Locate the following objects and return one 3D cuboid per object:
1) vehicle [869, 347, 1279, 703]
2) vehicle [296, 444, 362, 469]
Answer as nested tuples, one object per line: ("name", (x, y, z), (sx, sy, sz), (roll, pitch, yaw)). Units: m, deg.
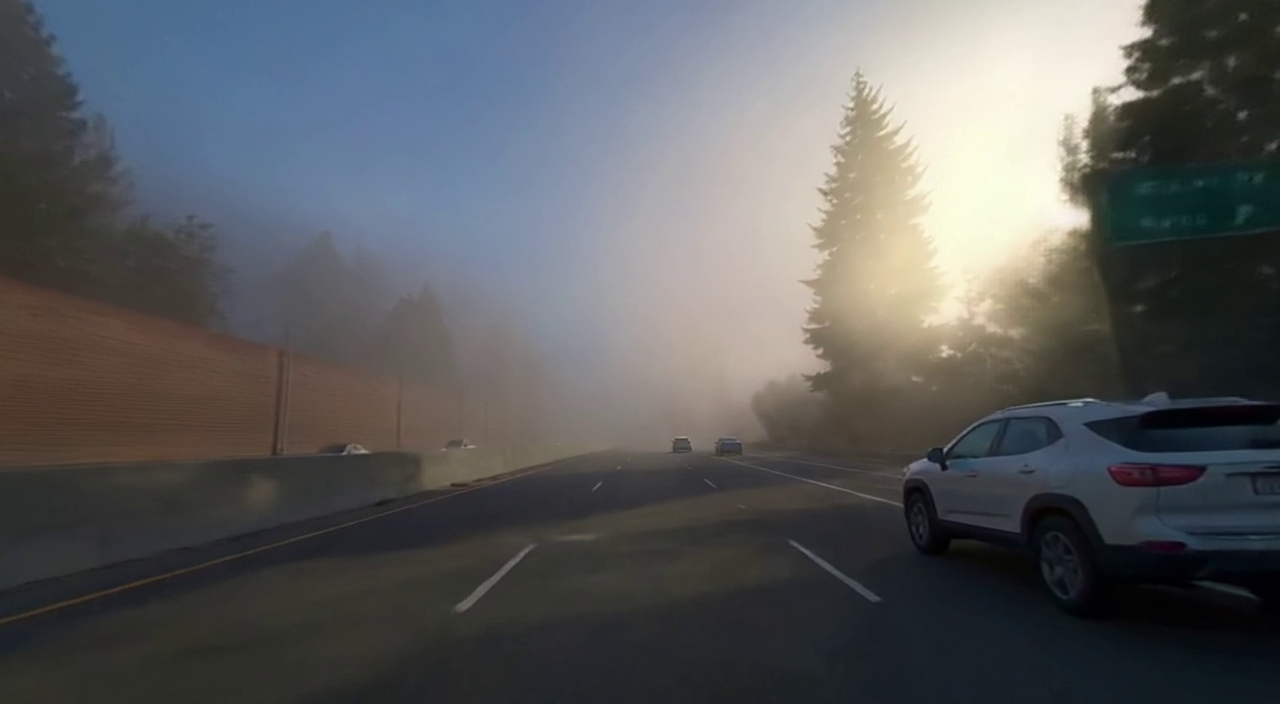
("vehicle", (3.936, 1.194, 5.383), (2.190, 1.783, 4.637), (0, -8, 0))
("vehicle", (-19.379, 6.489, 39.485), (1.863, 1.460, 4.614), (0, -8, -1))
